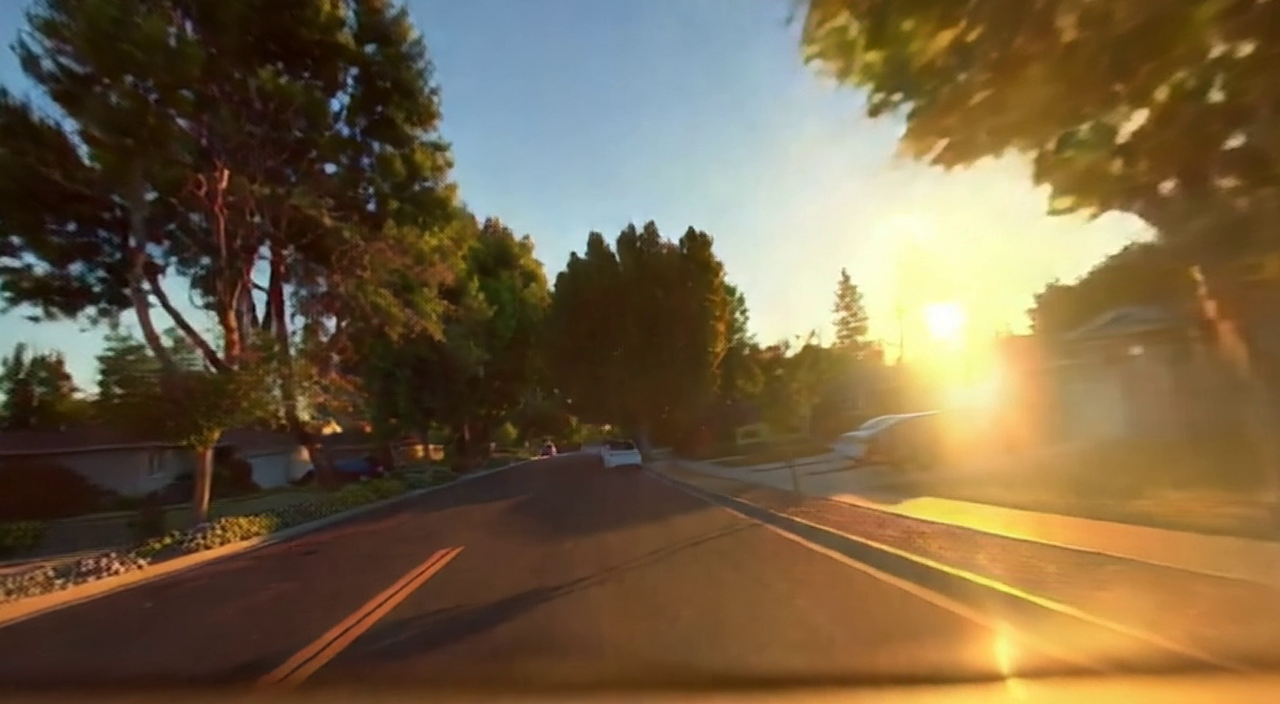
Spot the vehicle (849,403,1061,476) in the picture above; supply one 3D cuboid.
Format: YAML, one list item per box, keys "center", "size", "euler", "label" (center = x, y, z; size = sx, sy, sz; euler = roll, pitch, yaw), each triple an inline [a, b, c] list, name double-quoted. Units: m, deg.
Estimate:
- center: [7.771, 2.202, 15.869]
  size: [4.230, 1.666, 1.978]
  euler: [0, -9, -5]
  label: "vehicle"

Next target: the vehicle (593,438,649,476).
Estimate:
- center: [-0.947, 4.670, 28.141]
  size: [2.009, 1.506, 4.698]
  euler: [1, -9, -7]
  label: "vehicle"

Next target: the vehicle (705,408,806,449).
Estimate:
- center: [6.150, 4.147, 34.055]
  size: [4.861, 1.911, 2.181]
  euler: [0, -14, -5]
  label: "vehicle"

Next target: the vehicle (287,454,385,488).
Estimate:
- center: [-17.189, 6.740, 35.932]
  size: [4.511, 1.809, 2.018]
  euler: [0, -9, -5]
  label: "vehicle"
